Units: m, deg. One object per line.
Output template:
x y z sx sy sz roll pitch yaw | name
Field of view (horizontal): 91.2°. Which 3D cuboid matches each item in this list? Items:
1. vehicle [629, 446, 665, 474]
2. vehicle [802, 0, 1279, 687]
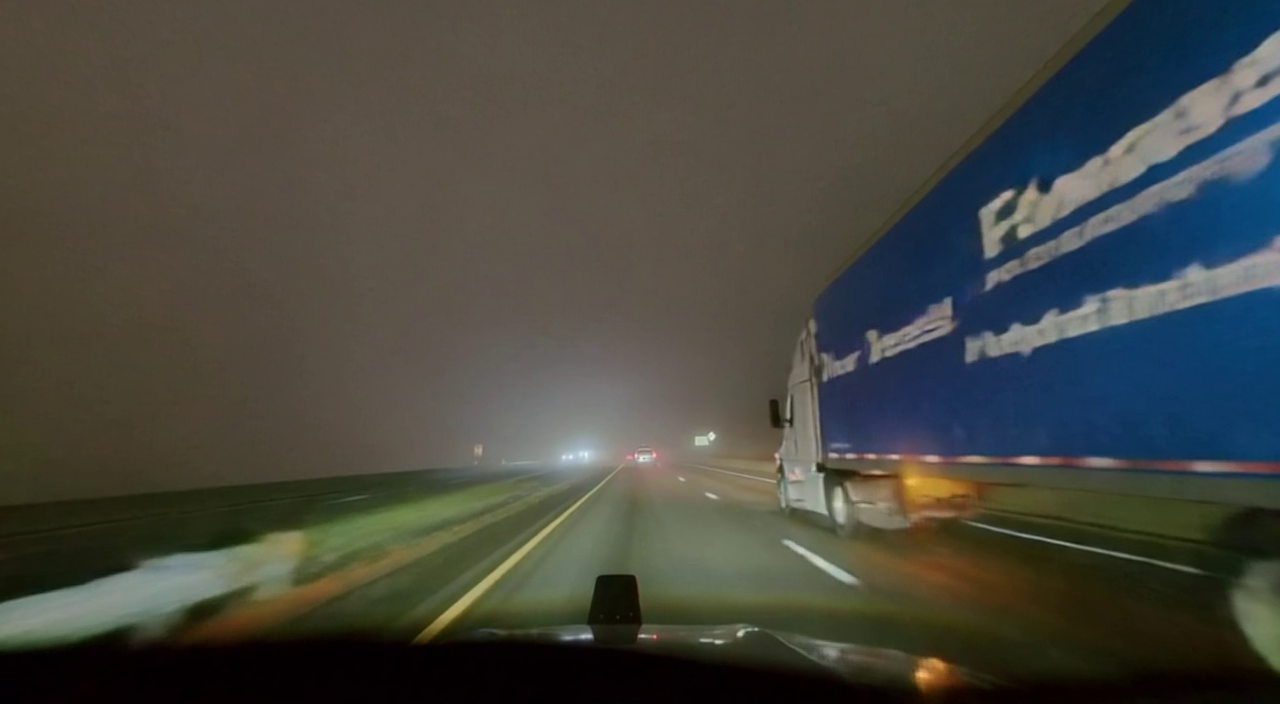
0.419 6.958 40.501 2.160 1.691 4.243 0 -9 -1 | vehicle
4.870 -0.087 4.954 3.167 4.180 14.924 2 -9 0 | vehicle
